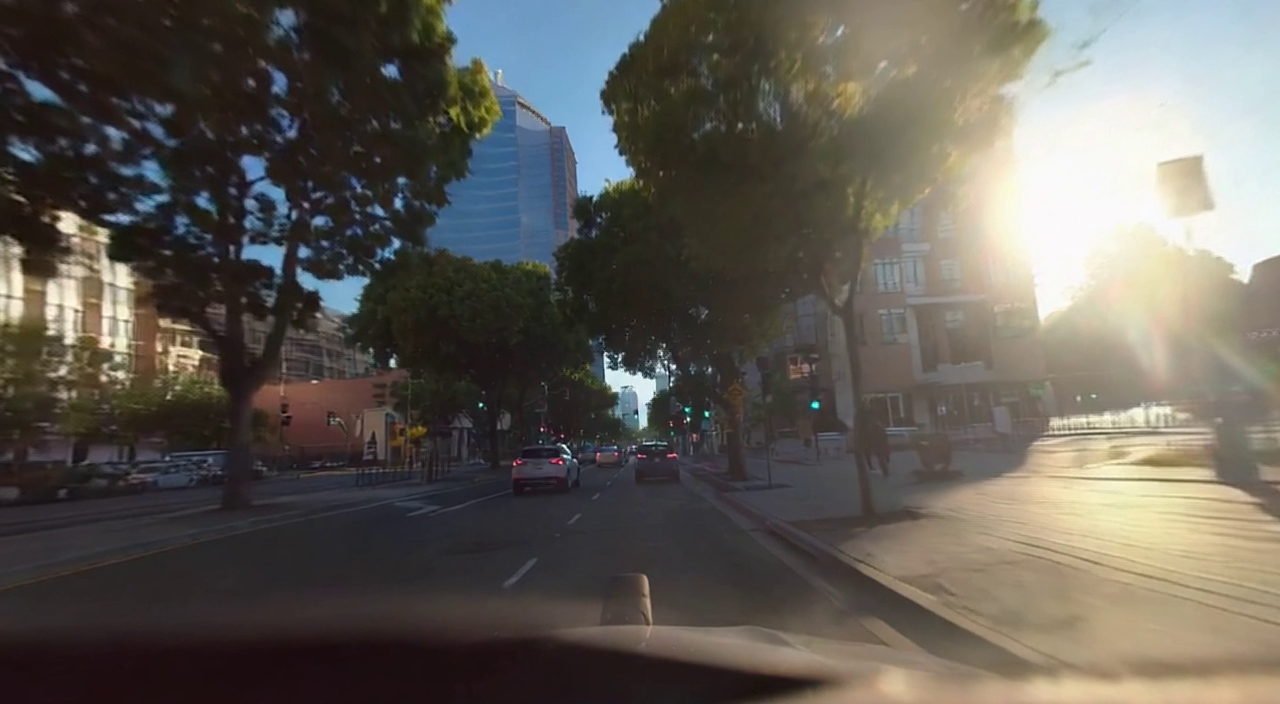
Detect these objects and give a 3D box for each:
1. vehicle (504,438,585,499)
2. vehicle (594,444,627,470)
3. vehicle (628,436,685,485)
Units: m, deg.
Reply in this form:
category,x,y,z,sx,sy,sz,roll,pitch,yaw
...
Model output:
category,x,y,z,sx,sy,sz,roll,pitch,yaw
vehicle,-2.948,3.694,20.342,1.940,1.722,3.823,-1,-9,1
vehicle,-2.173,7.975,48.112,2.220,1.847,4.587,-1,-9,1
vehicle,0.639,4.355,25.552,2.120,1.758,3.917,-1,-9,1
